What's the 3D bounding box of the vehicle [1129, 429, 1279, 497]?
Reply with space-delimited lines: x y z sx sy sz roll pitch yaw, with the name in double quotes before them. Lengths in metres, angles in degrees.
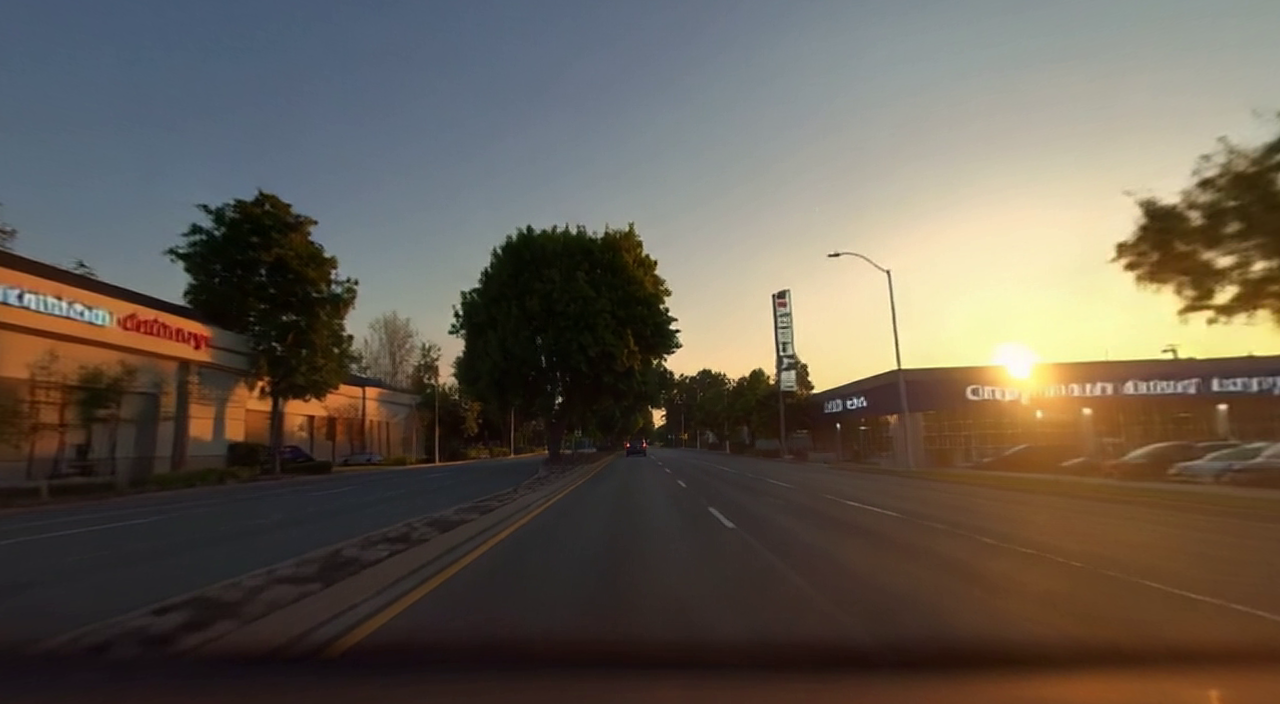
"vehicle" 18.414 3.404 19.450 4.904 1.924 2.095 1 -9 -1
